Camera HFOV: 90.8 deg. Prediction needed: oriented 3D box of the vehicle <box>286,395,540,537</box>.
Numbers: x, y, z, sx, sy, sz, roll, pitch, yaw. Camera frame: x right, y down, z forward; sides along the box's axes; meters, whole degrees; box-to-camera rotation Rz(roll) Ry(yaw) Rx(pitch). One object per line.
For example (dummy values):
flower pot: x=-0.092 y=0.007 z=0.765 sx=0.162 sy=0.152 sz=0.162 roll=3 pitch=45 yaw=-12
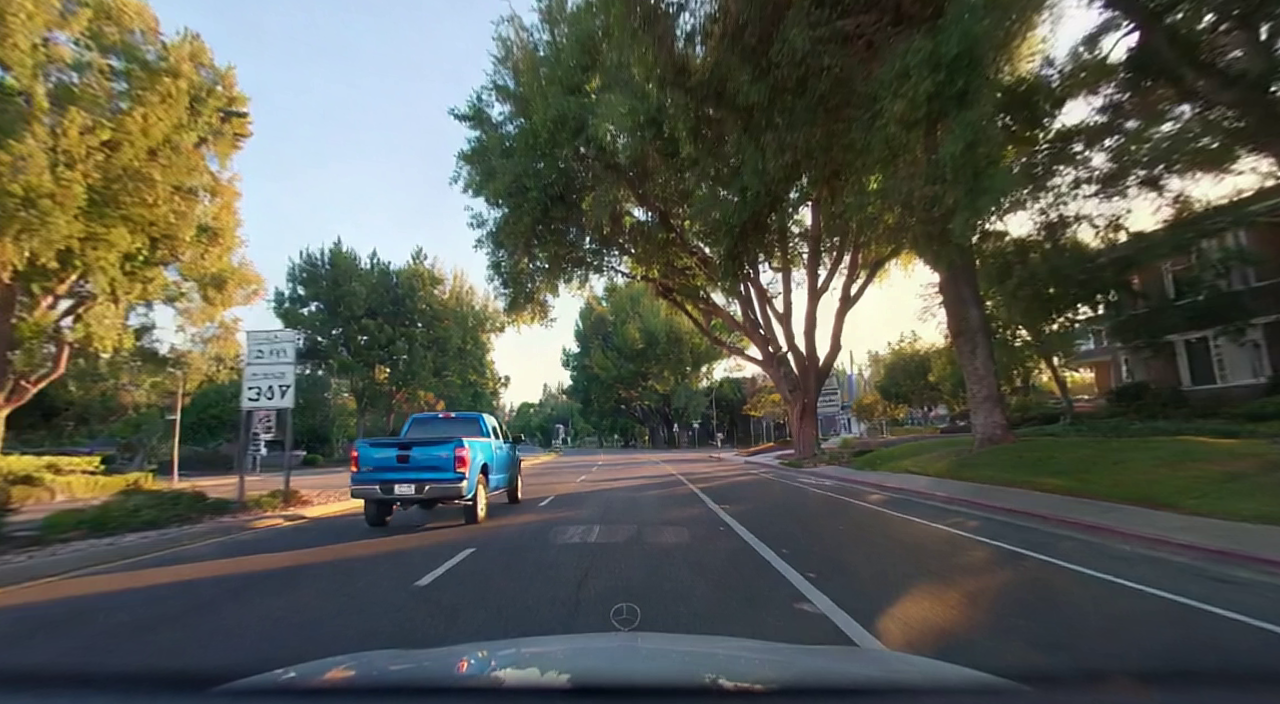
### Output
vehicle: x=-3.502 y=1.970 z=11.572 sx=2.267 sy=1.849 sz=6.402 roll=0 pitch=-8 yaw=0
